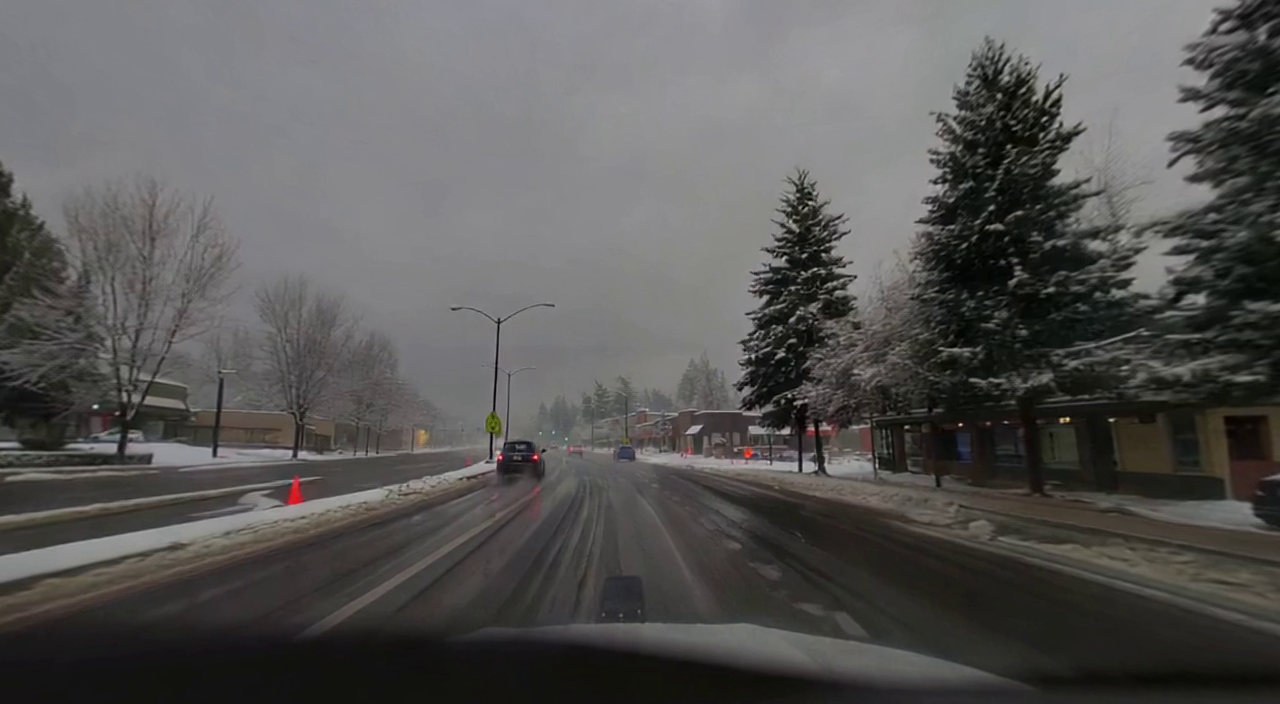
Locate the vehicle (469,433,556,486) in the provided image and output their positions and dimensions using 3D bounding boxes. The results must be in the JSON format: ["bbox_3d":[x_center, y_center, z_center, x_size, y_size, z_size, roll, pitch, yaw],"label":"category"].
[{"bbox_3d":[-4.431,3.822,22.717,2.381,1.721,4.186,0,-9,-2],"label":"vehicle"}]
